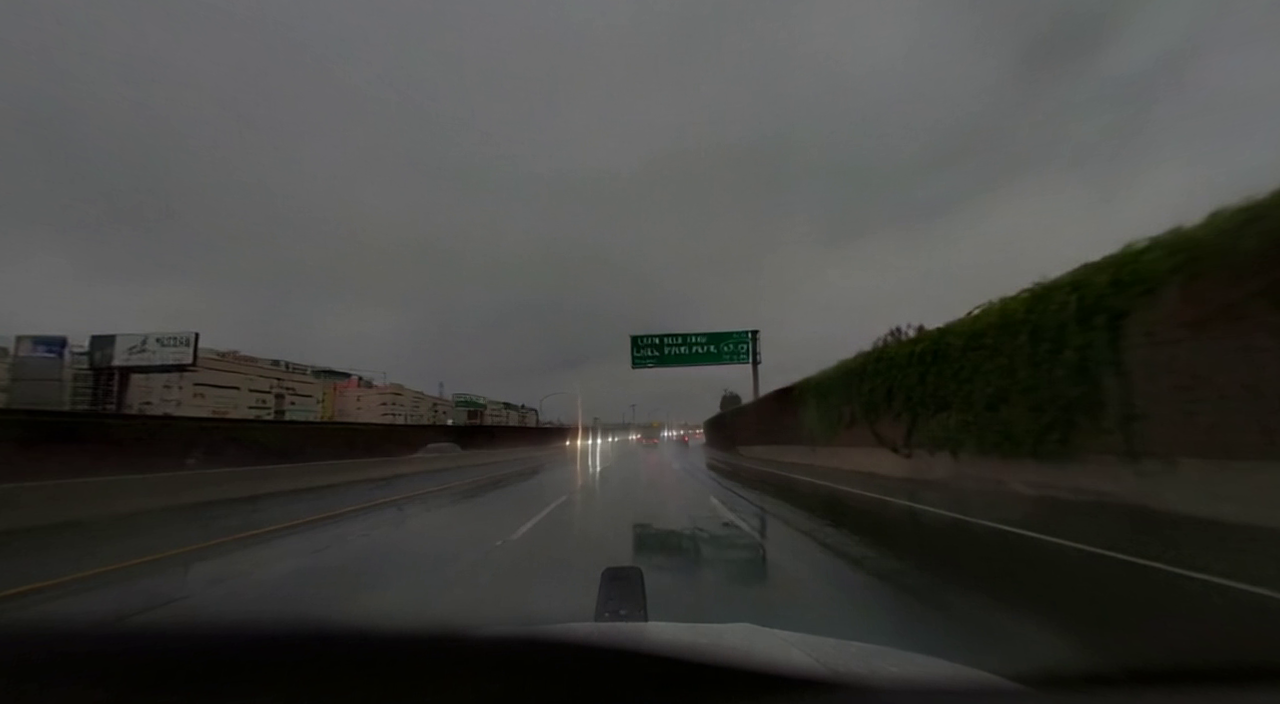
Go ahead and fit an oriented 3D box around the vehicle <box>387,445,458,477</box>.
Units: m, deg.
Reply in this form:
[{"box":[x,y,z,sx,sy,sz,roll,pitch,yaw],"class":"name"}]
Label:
[{"box":[-10.876,5.459,31.889,1.894,1.492,4.480,0,-8,1],"class":"vehicle"}]
